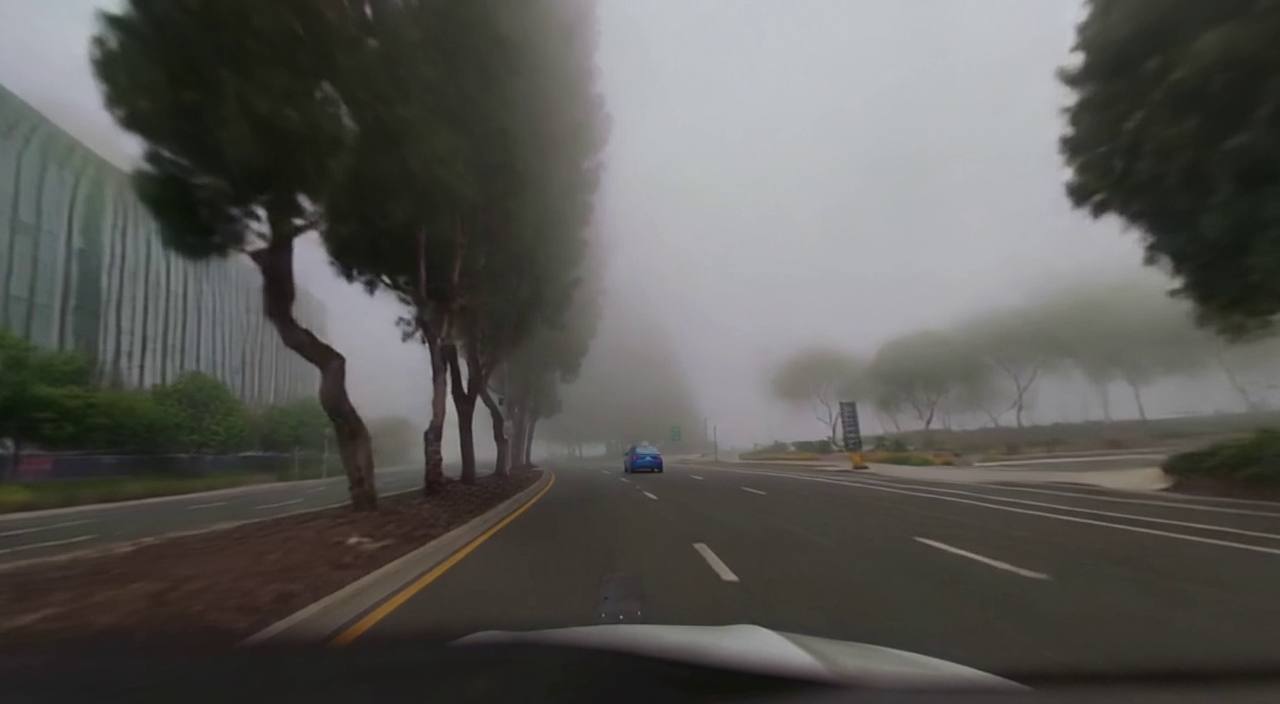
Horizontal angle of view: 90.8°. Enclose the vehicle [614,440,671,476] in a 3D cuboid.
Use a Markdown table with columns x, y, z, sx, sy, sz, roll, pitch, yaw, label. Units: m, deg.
| x | y | z | sx | sy | sz | roll | pitch | yaw | label |
| --- | --- | --- | --- | --- | --- | --- | --- | --- | --- |
| 0.034 | 5.248 | 31.527 | 2.165 | 1.633 | 4.381 | 1 | -9 | -8 | vehicle |
